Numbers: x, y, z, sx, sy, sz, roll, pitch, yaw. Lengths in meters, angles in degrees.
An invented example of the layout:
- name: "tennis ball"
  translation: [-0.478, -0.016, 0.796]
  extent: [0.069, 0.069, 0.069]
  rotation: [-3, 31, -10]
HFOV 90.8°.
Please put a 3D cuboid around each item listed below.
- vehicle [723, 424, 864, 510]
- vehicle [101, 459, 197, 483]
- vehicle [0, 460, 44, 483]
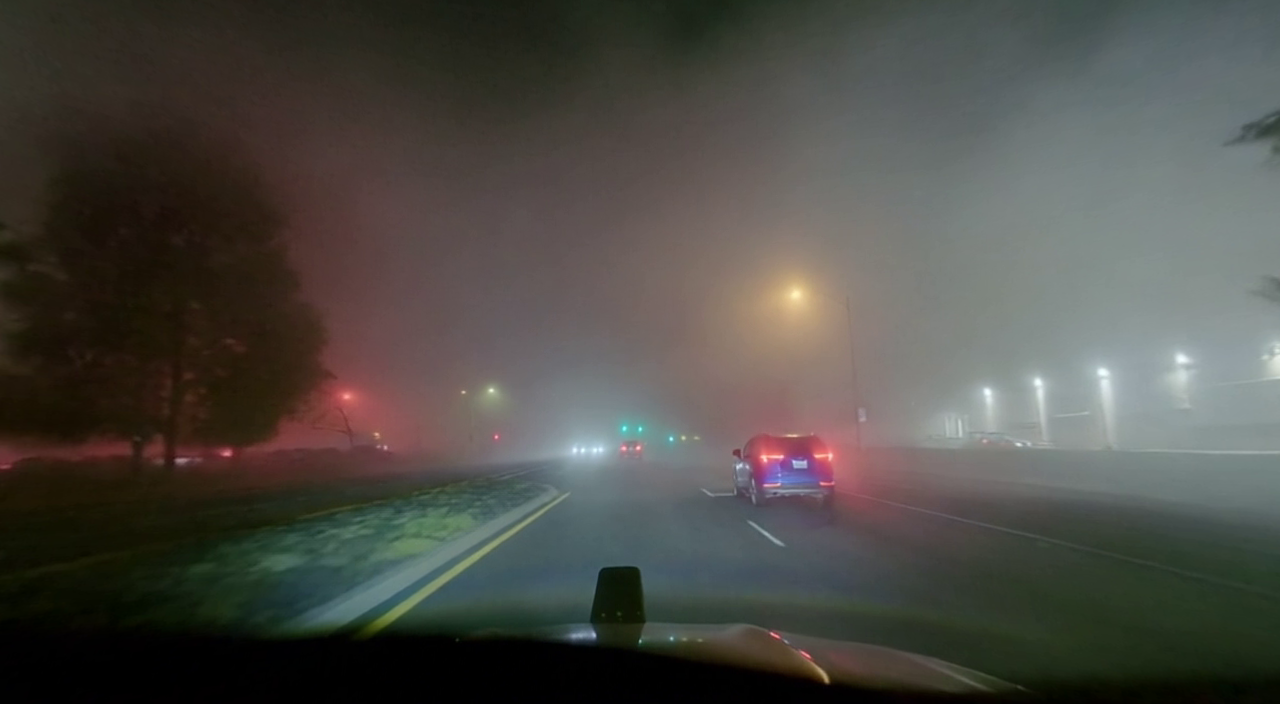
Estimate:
- name: "vehicle"
  translation: [3.286, 2.578, 14.566]
  extent: [2.060, 1.665, 4.284]
  rotation: [0, -8, -2]
- name: "vehicle"
  translation: [-30.938, 7.491, 39.889]
  extent: [4.415, 1.418, 1.961]
  rotation: [0, -8, -1]
- name: "vehicle"
  translation: [-44.444, 8.371, 44.200]
  extent: [1.793, 1.442, 3.704]
  rotation: [0, -8, -1]
